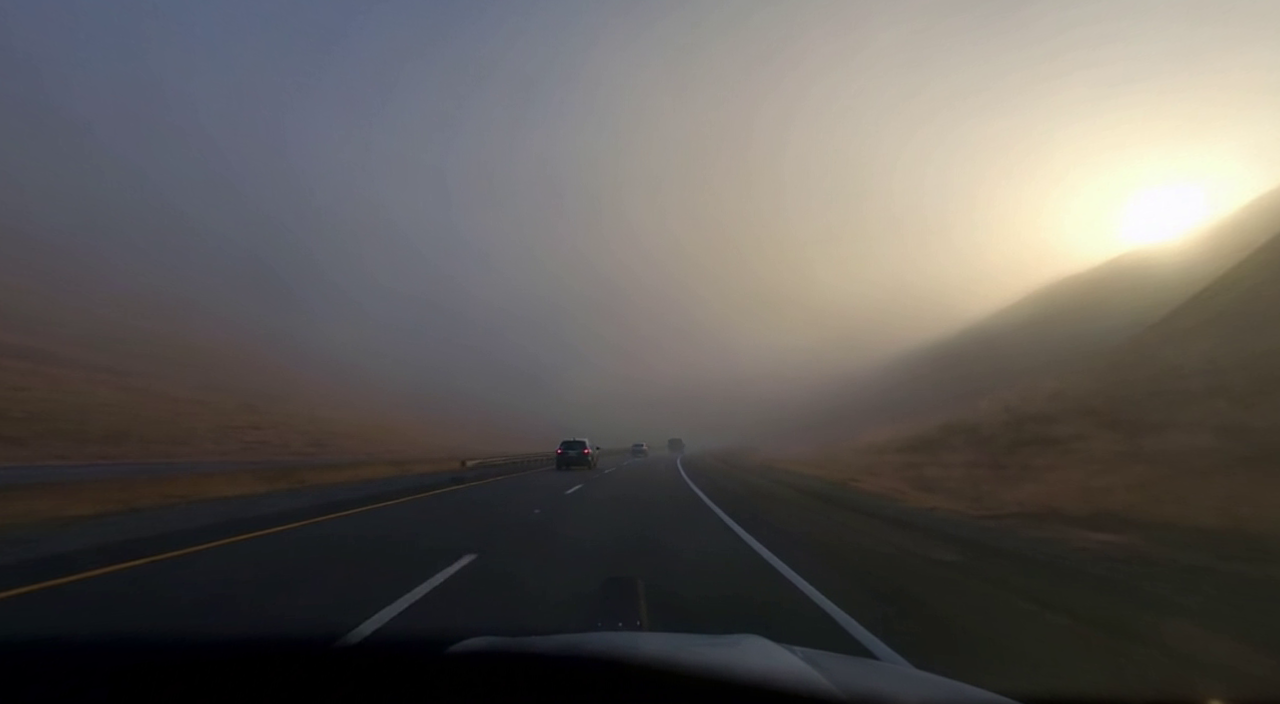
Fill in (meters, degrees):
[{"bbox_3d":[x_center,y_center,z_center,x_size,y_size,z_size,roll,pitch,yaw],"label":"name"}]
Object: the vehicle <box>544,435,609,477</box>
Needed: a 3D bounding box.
[{"bbox_3d":[-2.804,4.738,29.025,2.252,1.743,4.560,0,-8,3],"label":"vehicle"}]
